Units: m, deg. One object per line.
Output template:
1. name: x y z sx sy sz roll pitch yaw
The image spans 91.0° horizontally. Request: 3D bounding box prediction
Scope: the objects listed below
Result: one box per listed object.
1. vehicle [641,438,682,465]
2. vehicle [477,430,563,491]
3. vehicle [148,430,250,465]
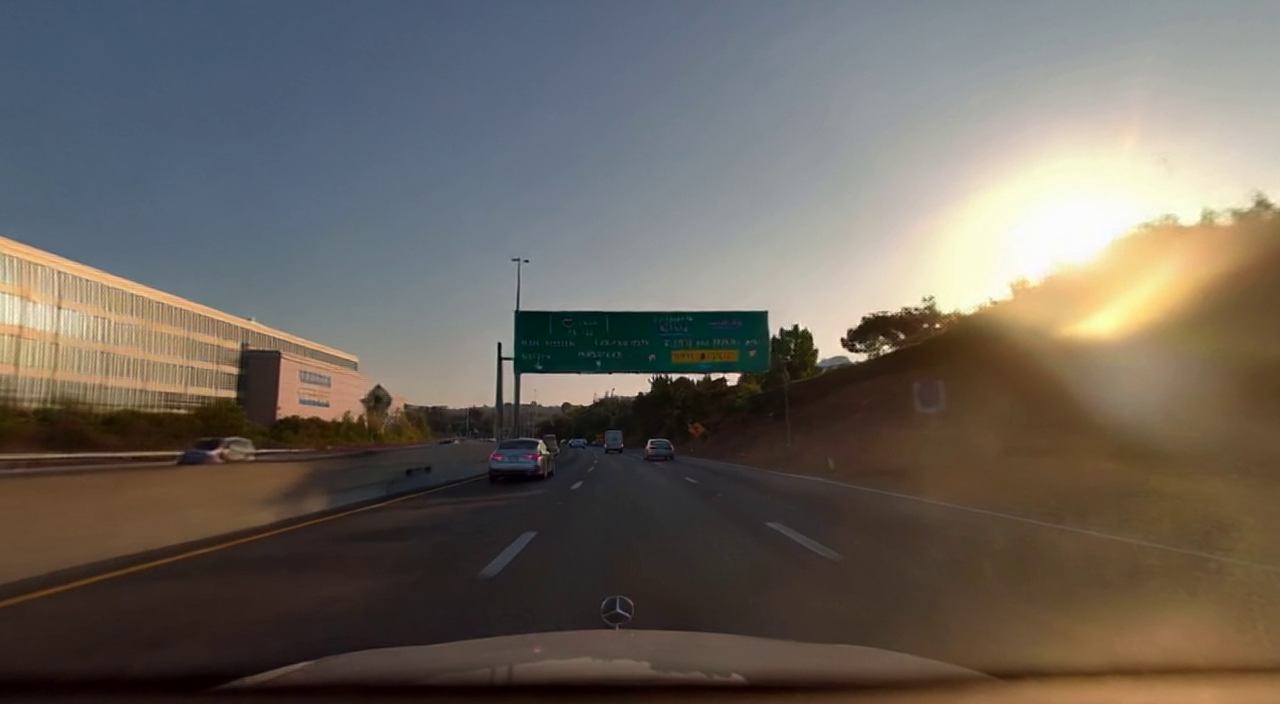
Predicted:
1. vehicle: 1.310 6.378 40.444 2.078 1.608 3.982 0 -8 -6
2. vehicle: -3.762 3.460 20.517 2.080 1.733 4.410 0 -8 -2
3. vehicle: -26.091 5.680 37.449 2.151 1.906 4.729 -2 -8 9
